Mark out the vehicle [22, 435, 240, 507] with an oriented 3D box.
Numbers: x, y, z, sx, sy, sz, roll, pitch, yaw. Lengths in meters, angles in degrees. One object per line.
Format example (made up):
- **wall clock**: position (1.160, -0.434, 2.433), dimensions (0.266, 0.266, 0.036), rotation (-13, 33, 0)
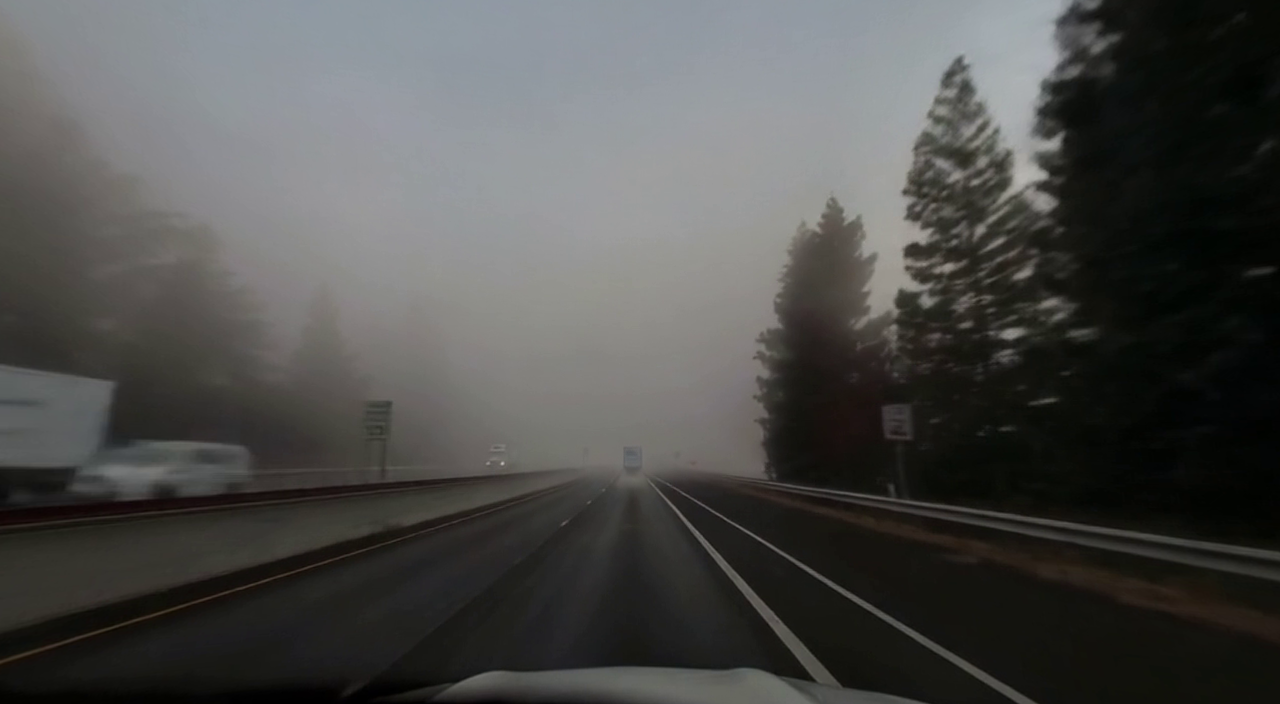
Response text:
- **vehicle**: position (-12.197, 2.925, 15.578), dimensions (1.838, 1.494, 4.195), rotation (1, -10, 0)
